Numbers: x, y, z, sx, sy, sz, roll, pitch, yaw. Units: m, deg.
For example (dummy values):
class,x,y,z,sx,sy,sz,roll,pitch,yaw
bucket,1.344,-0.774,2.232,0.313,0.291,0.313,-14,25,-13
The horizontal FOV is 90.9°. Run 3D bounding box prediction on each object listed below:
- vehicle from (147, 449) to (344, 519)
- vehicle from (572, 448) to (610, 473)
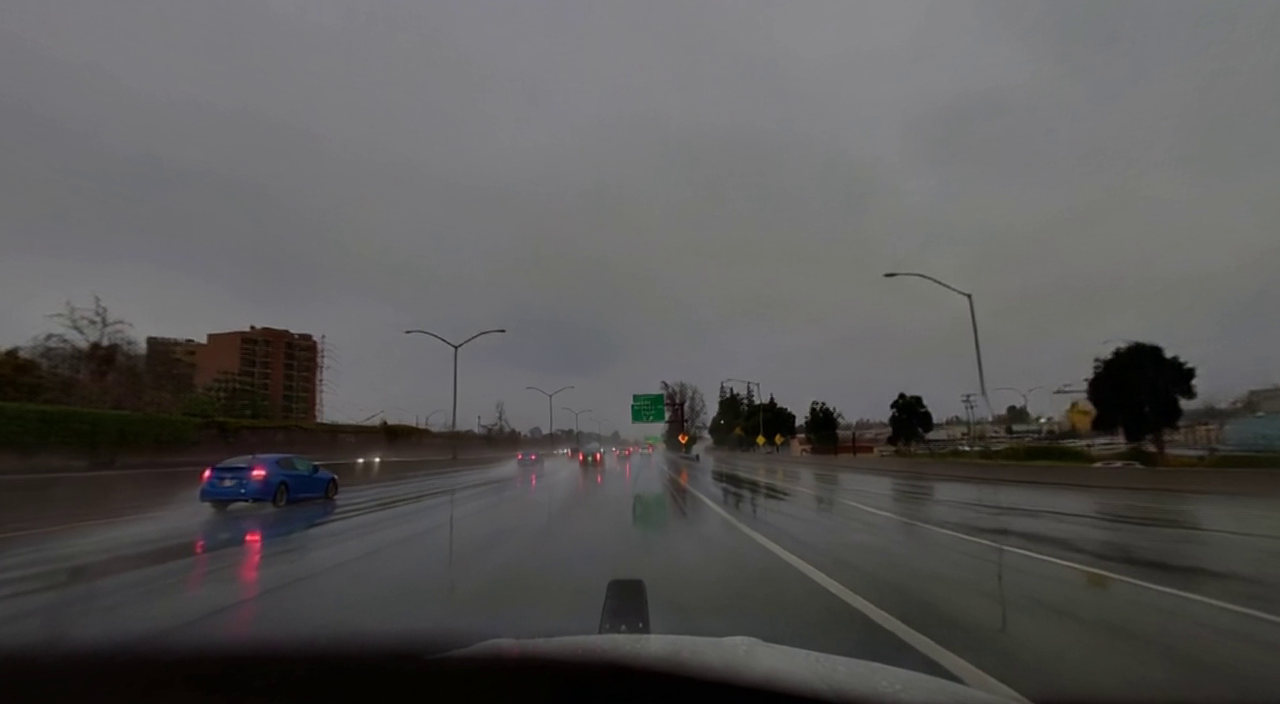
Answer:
class,x,y,z,sx,sy,sz,roll,pitch,yaw
vehicle,-10.008,3.338,16.615,2.002,1.526,4.822,-1,-9,1
vehicle,-3.158,7.062,41.258,2.050,1.479,4.342,0,-9,1
